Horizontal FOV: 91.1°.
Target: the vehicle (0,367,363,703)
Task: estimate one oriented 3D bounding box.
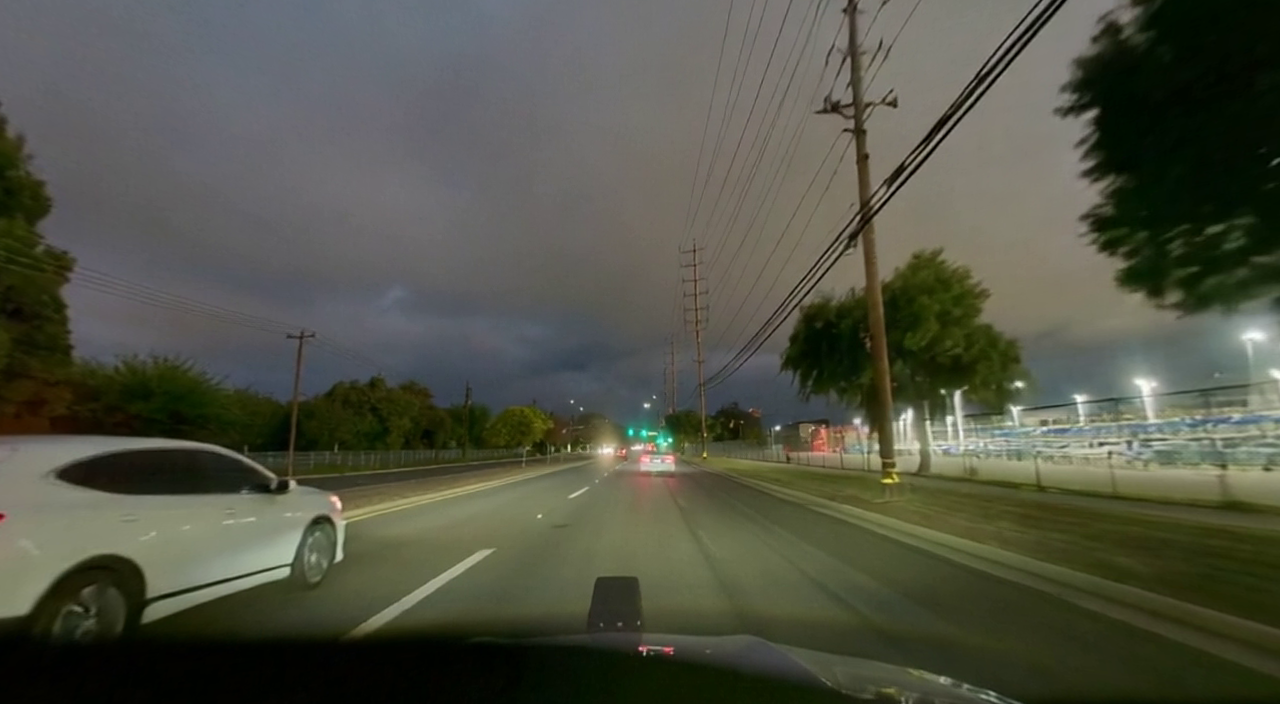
[{"bbox_3d":[-3.876,1.141,4.258,1.950,1.692,4.397,0,-9,0],"label":"vehicle"}]

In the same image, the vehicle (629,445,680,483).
[{"bbox_3d":[0.608,4.770,27.026,2.059,1.486,3.980,0,-9,1],"label":"vehicle"}]
